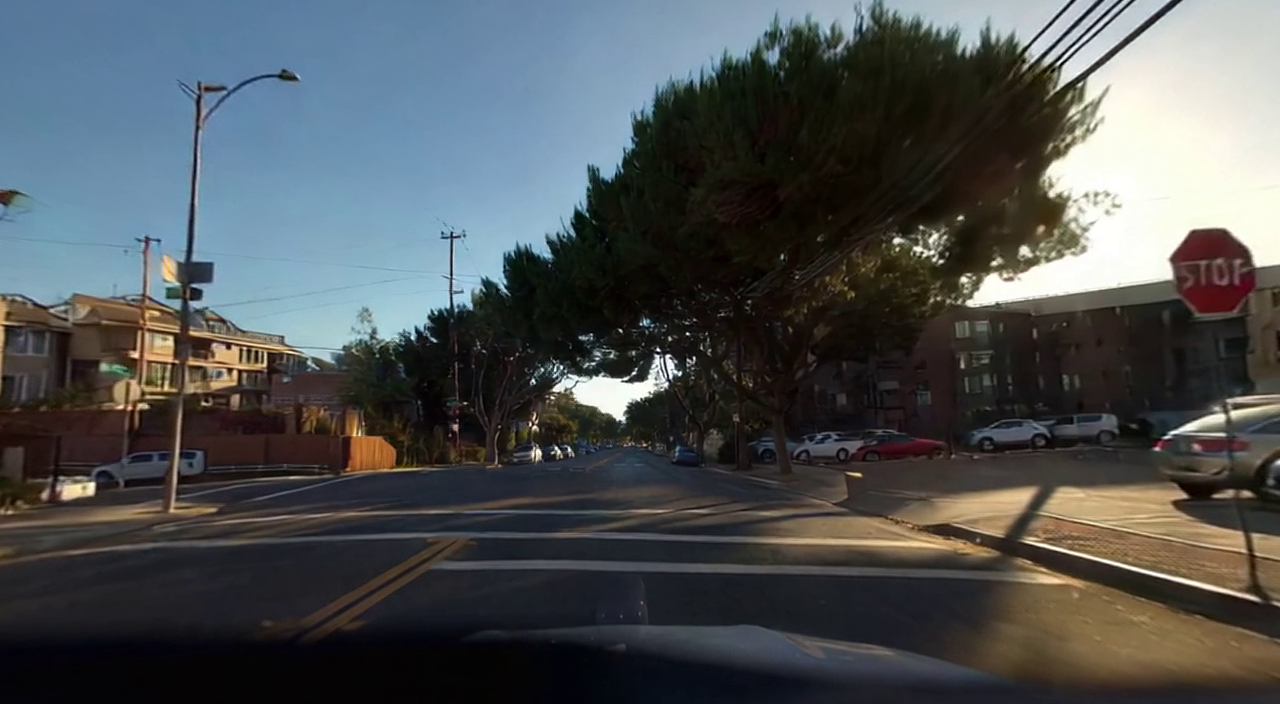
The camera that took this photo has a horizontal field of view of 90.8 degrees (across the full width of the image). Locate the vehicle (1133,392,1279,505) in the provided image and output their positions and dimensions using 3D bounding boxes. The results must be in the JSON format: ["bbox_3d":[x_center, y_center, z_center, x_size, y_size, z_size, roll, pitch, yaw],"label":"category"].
[{"bbox_3d":[11.493,1.634,10.857,4.451,1.707,1.989,0,-8,-5],"label":"vehicle"}]

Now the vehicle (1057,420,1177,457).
[{"bbox_3d":[22.402,4.094,29.800,4.002,1.505,2.061,-1,-10,-5],"label":"vehicle"}]

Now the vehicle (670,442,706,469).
[{"bbox_3d":[3.251,7.084,43.484,1.993,1.755,4.256,0,-8,-2],"label":"vehicle"}]

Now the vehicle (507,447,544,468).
[{"bbox_3d":[-8.532,7.921,47.541,2.066,1.472,4.353,0,-8,-2],"label":"vehicle"}]

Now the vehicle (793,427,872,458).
[{"bbox_3d":[11.270,5.292,36.879,4.509,1.664,1.981,6,-10,-34],"label":"vehicle"}]

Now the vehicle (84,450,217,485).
[{"bbox_3d":[-22.213,5.247,28.794,4.424,1.486,1.814,0,-8,-2],"label":"vehicle"}]
